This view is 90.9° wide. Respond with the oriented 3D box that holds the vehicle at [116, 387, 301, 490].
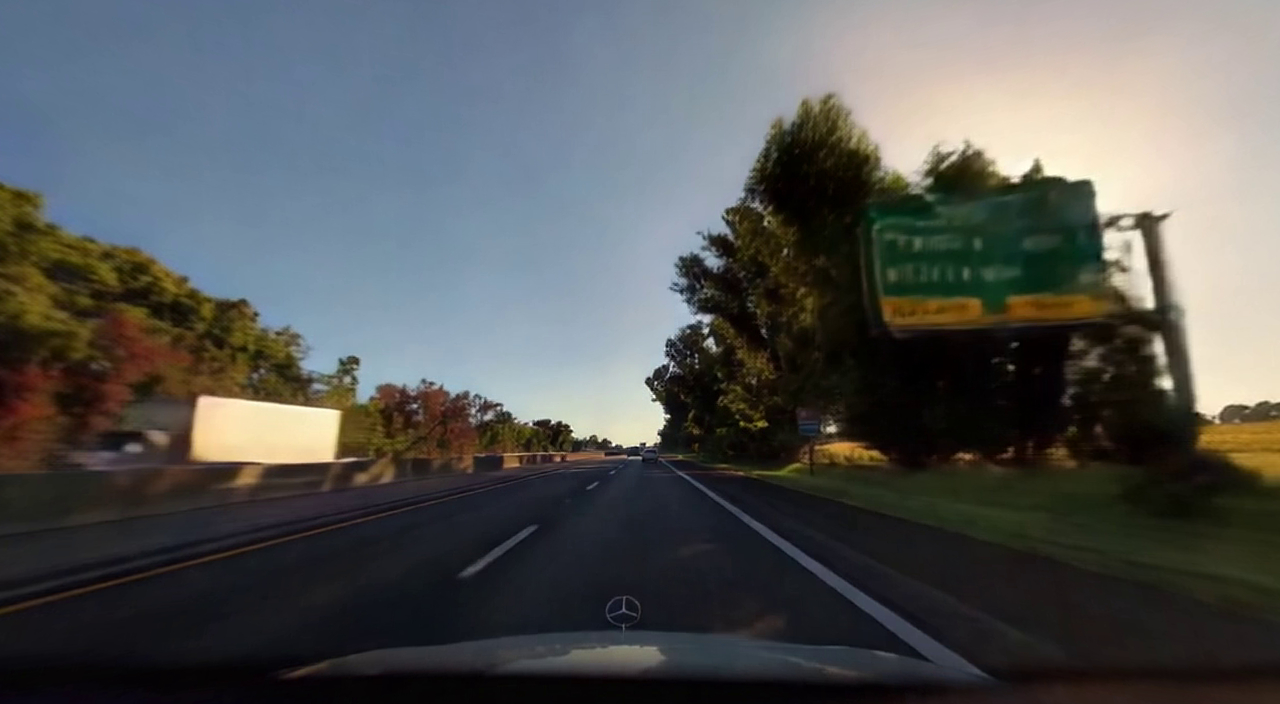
[{"bbox_3d":[-16.758,3.496,25.154,2.955,3.577,6.005,0,-9,0],"label":"vehicle"}]
